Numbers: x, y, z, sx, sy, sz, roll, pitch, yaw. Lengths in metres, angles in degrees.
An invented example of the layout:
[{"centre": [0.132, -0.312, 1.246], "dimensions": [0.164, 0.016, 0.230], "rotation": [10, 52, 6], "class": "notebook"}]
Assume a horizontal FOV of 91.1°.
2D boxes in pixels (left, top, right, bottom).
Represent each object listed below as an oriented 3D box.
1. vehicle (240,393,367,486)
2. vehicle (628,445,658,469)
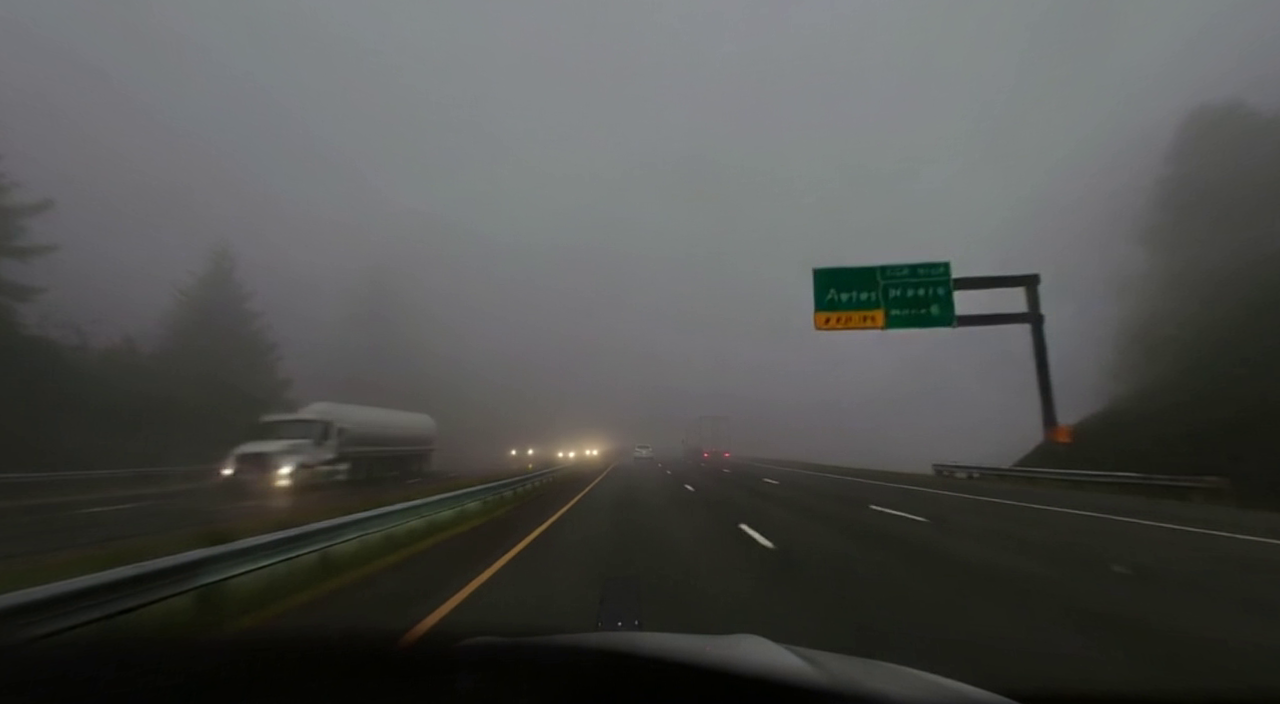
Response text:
[{"centre": [-15.644, 4.180, 29.765], "dimensions": [3.004, 3.949, 5.220], "rotation": [-1, -9, 0], "class": "vehicle"}, {"centre": [0.198, 7.371, 44.068], "dimensions": [2.024, 1.579, 3.707], "rotation": [-1, -9, 0], "class": "vehicle"}]
